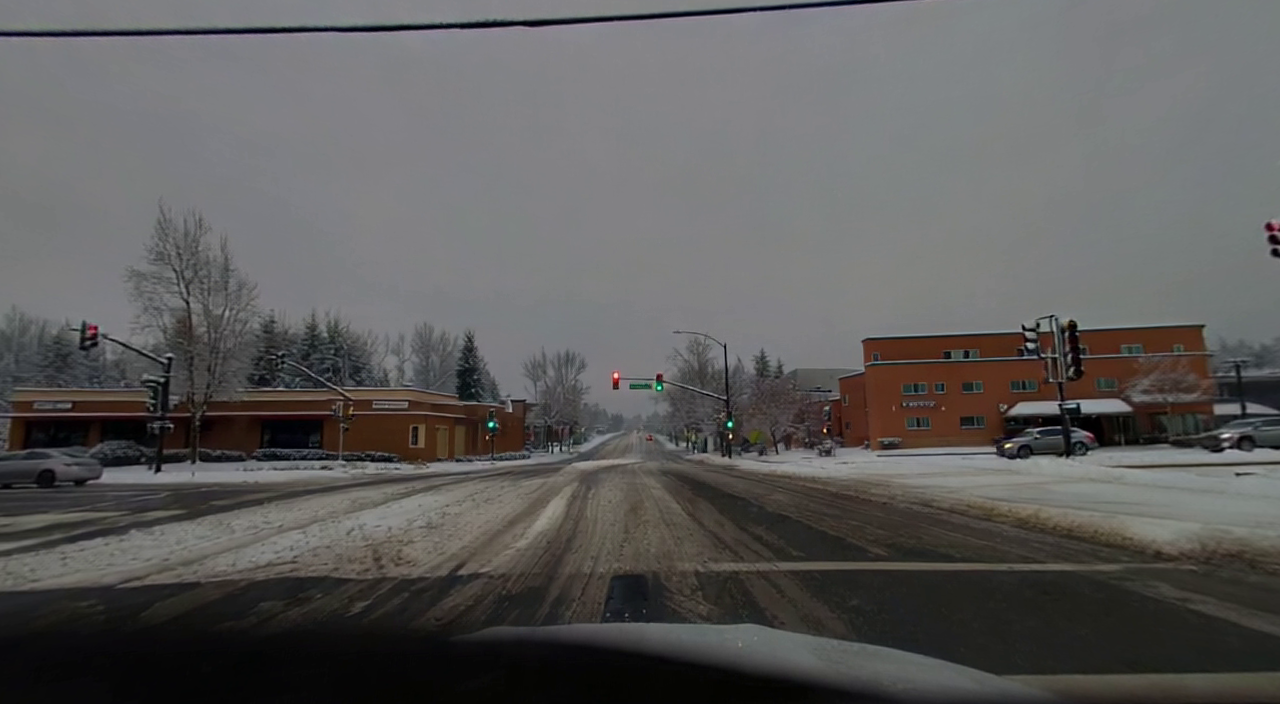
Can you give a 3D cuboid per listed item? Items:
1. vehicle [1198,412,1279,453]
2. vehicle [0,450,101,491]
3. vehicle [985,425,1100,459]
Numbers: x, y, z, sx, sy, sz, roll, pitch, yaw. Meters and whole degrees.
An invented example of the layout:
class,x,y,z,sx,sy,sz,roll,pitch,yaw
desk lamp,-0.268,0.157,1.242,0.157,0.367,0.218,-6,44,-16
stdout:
class,x,y,z,sx,sy,sz,roll,pitch,yaw
vehicle,25.828,3.280,25.623,4.288,1.600,1.927,0,-8,2
vehicle,-25.235,4.845,25.940,4.332,1.573,1.900,0,-8,3
vehicle,20.441,4.588,32.137,4.483,1.691,1.949,0,-8,1
